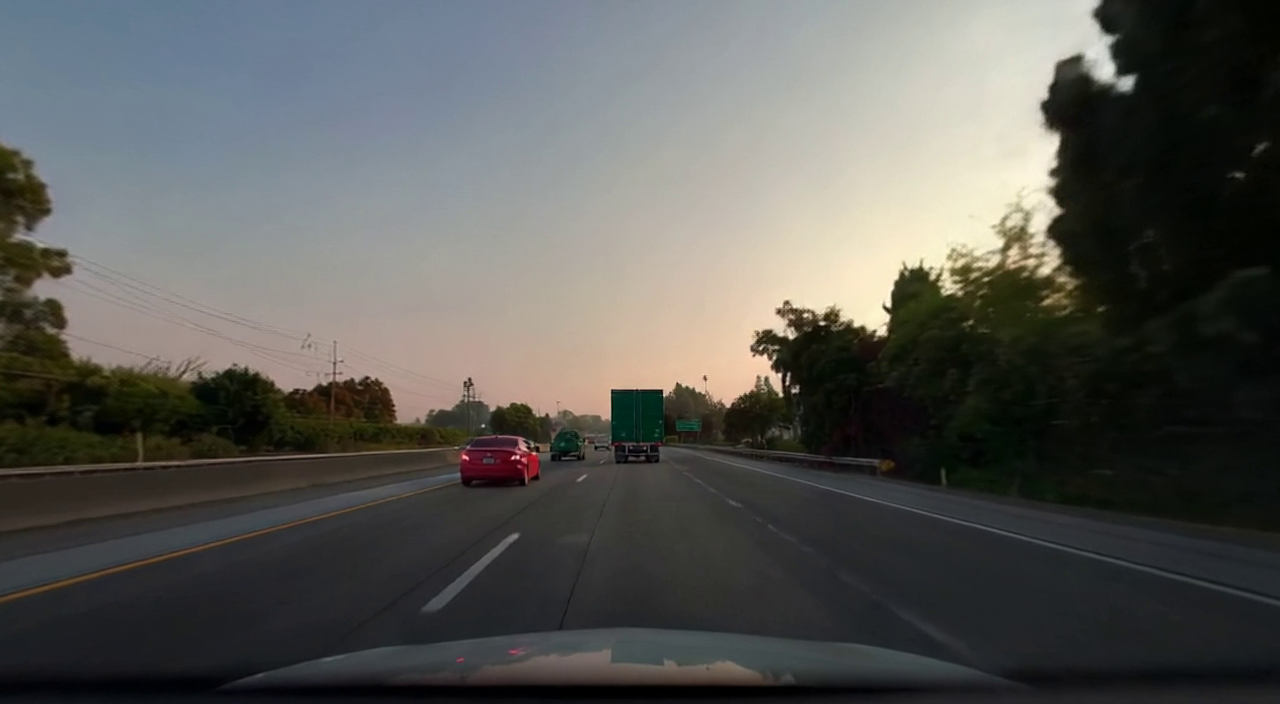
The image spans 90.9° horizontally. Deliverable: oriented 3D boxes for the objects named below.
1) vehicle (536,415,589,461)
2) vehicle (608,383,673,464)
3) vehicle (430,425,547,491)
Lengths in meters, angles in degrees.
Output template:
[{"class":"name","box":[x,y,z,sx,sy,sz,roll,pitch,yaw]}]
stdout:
[{"class":"vehicle","box":[-4.862,5.635,40.986,2.717,2.714,6.997,0,-8,-1]},{"class":"vehicle","box":[-0.120,4.312,36.826,3.259,4.066,9.891,0,-8,-1]},{"class":"vehicle","box":[-4.078,2.946,17.972,2.005,1.602,5.131,0,-8,1]}]
